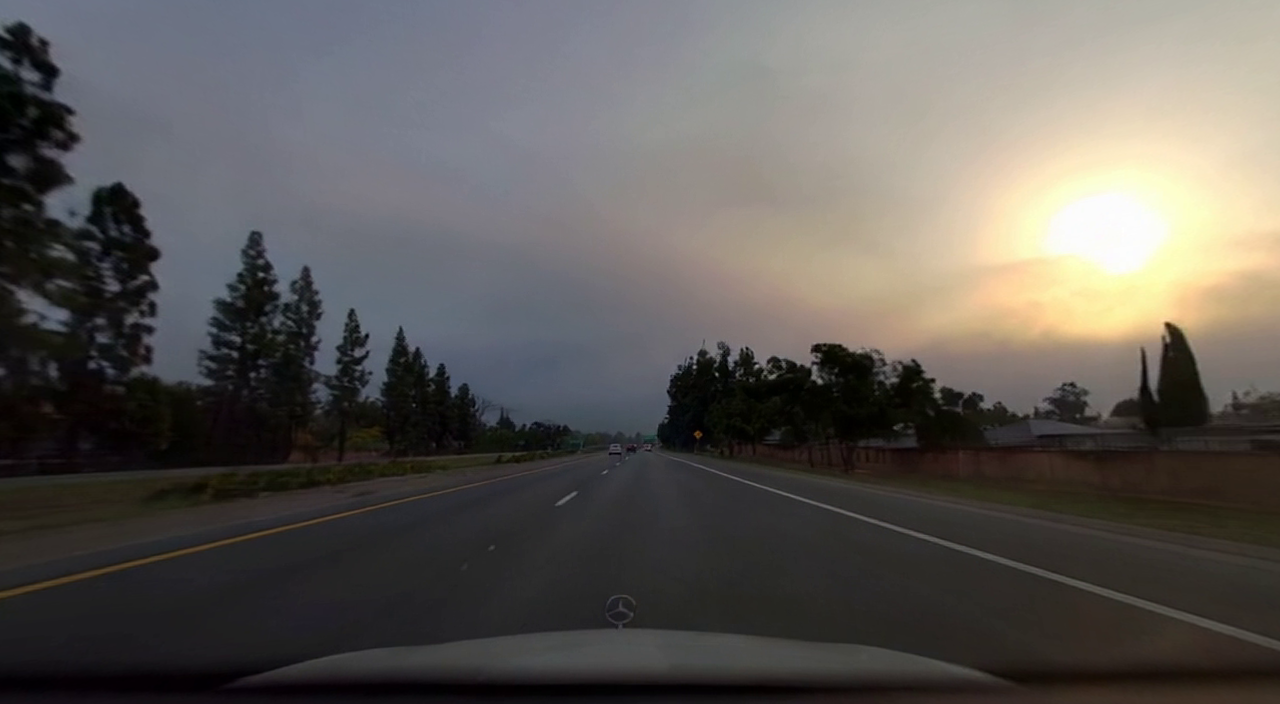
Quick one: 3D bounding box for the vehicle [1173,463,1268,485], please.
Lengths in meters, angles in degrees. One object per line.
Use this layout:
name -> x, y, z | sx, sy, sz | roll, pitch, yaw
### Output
vehicle -> 43.308, 9.117, 47.102 | 4.674, 1.526, 1.950 | -3, -9, 18
